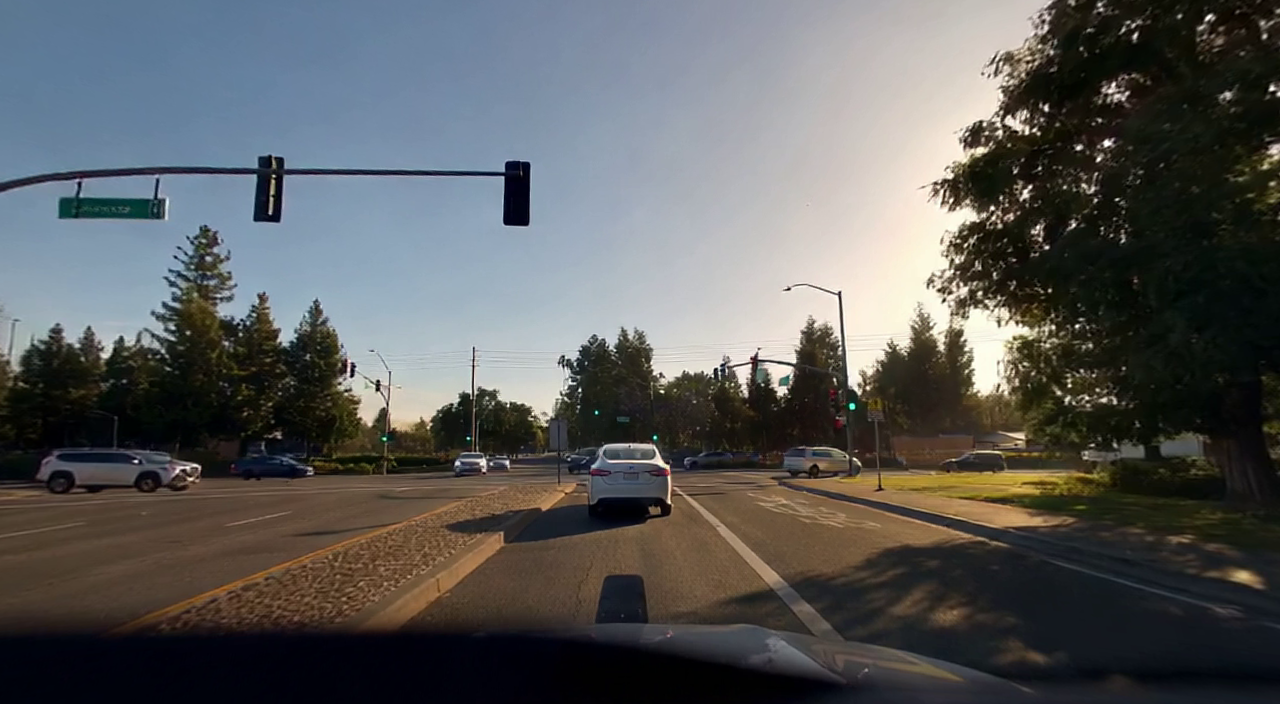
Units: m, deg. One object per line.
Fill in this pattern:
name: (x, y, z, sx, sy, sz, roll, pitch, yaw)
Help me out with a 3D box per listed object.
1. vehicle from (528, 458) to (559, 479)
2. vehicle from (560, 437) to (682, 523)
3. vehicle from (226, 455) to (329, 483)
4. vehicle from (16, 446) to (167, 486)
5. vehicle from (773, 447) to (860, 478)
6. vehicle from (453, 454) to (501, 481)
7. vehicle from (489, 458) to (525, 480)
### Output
vehicle: (-7.299, 8.819, 48.117, 2.077, 1.449, 4.838, 1, -9, -5)
vehicle: (-0.350, 2.535, 13.115, 2.112, 1.479, 4.264, 0, -9, -1)
vehicle: (-19.972, 6.471, 35.021, 4.548, 1.449, 1.802, 2, -9, -13)
vehicle: (-25.690, 5.339, 29.780, 4.877, 1.754, 1.978, 2, -9, -13)
vehicle: (9.449, 5.849, 33.693, 4.601, 1.485, 1.929, 6, -10, -34)
vehicle: (-9.498, 6.731, 37.118, 2.073, 1.459, 4.495, 1, -9, -6)
vehicle: (-10.306, 9.103, 49.398, 2.078, 1.534, 4.646, 1, -9, -3)
